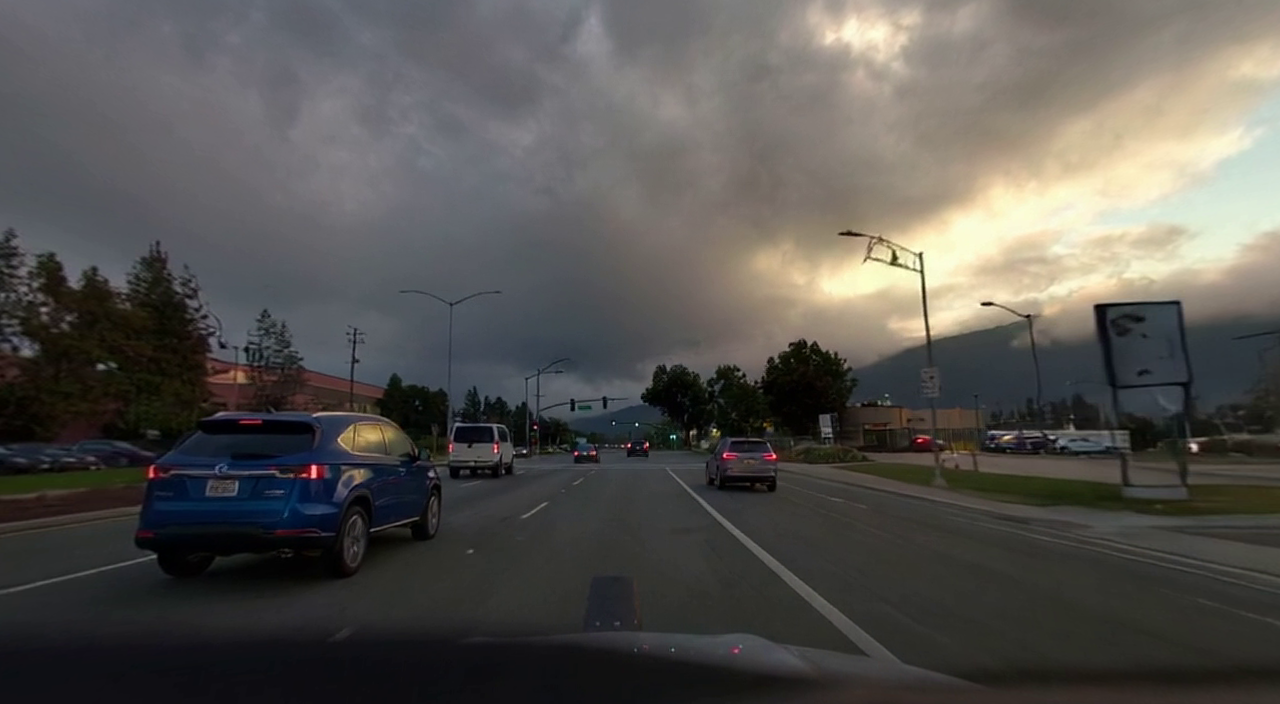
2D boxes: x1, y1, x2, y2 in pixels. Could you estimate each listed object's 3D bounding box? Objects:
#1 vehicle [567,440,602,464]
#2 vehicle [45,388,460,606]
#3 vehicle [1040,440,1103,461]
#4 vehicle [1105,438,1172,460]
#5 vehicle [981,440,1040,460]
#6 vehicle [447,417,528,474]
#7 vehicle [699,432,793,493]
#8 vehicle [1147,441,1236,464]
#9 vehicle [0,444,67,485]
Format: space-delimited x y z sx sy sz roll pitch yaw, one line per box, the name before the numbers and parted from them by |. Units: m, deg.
vehicle | -4.091 7.519 47.320 2.133 1.677 4.727 0 -9 0
vehicle | -3.756 1.495 7.311 2.038 1.748 4.303 0 -9 0
vehicle | 33.200 7.611 48.576 1.817 1.503 4.238 0 -9 -1
vehicle | 38.142 7.434 48.286 1.812 1.641 3.875 1 -9 -3
vehicle | 28.095 7.434 47.886 1.760 1.431 4.343 0 -9 -2
vehicle | -7.648 4.831 32.444 2.863 2.592 6.410 1 -9 -3
vehicle | 3.375 3.648 21.150 2.167 1.792 4.835 1 -9 -2
vehicle | 43.209 7.878 49.543 1.980 1.596 5.674 -1 -8 1
vehicle | -29.963 5.255 29.551 4.126 1.850 1.972 0 -9 2
